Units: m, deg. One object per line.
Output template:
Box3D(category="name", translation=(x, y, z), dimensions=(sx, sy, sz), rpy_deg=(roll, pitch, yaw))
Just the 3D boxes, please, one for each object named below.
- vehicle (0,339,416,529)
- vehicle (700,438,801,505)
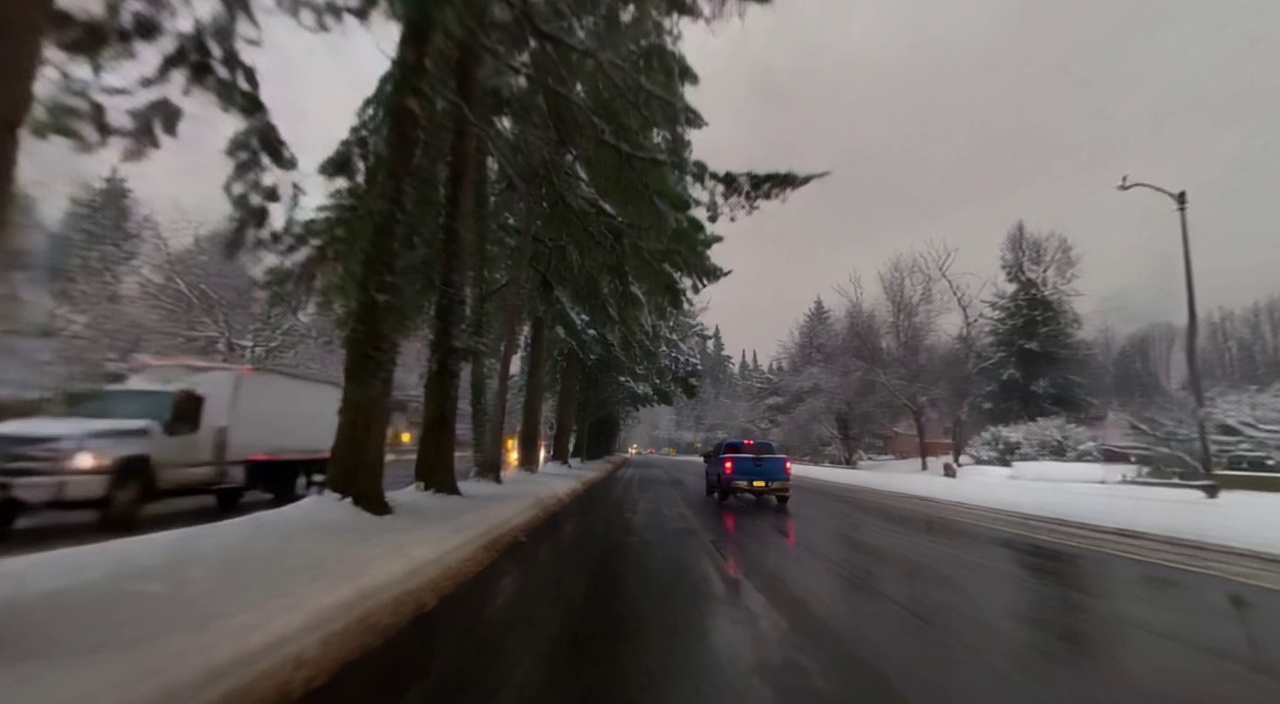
Box3D(category="vehicle", translation=(-8.565, 1.962, 14.512), dimensions=(3.046, 2.782, 10.538), rpy_deg=(0, -9, -1))
Box3D(category="vehicle", translation=(3.065, 3.422, 18.560), dimensions=(2.108, 1.712, 4.616), rpy_deg=(0, -9, -1))
